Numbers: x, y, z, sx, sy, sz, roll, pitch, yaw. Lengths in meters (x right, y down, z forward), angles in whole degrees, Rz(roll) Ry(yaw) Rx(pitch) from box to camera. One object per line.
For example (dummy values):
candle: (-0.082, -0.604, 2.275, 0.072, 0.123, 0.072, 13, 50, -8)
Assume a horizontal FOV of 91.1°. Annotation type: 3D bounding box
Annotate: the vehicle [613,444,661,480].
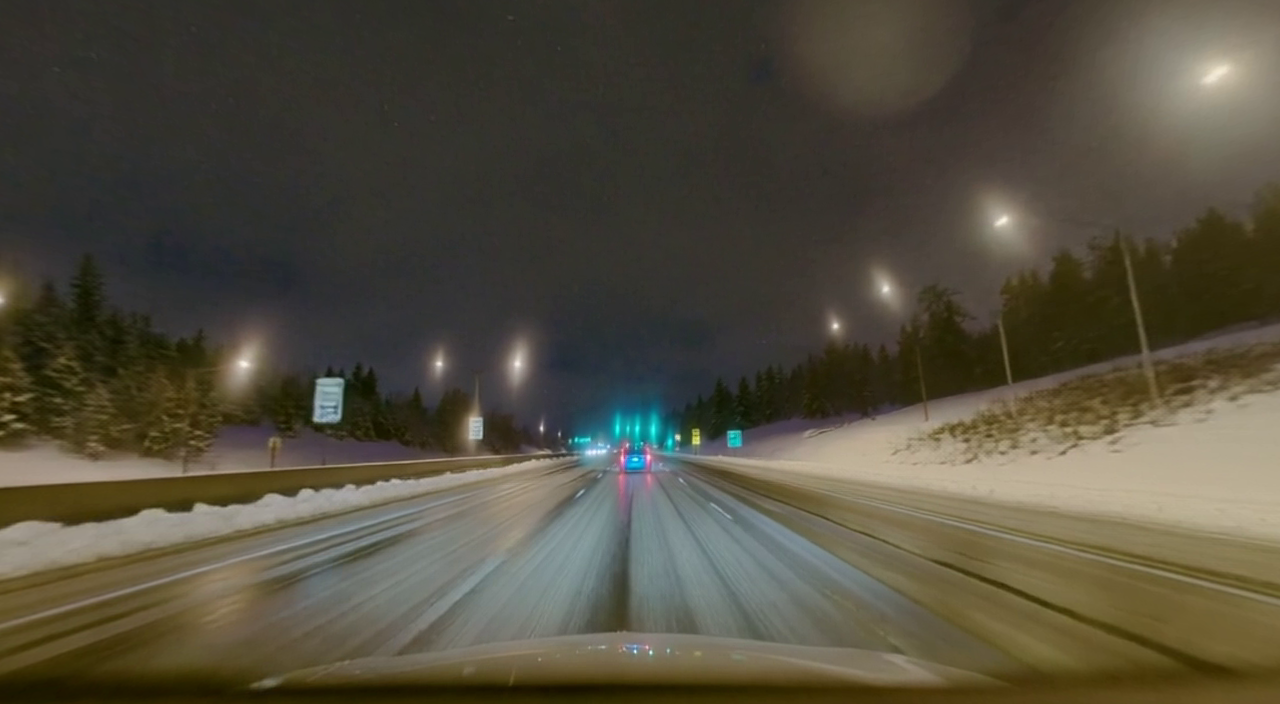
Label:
vehicle: (-0.182, 5.059, 29.186, 2.055, 1.501, 4.321, 0, -9, -1)
